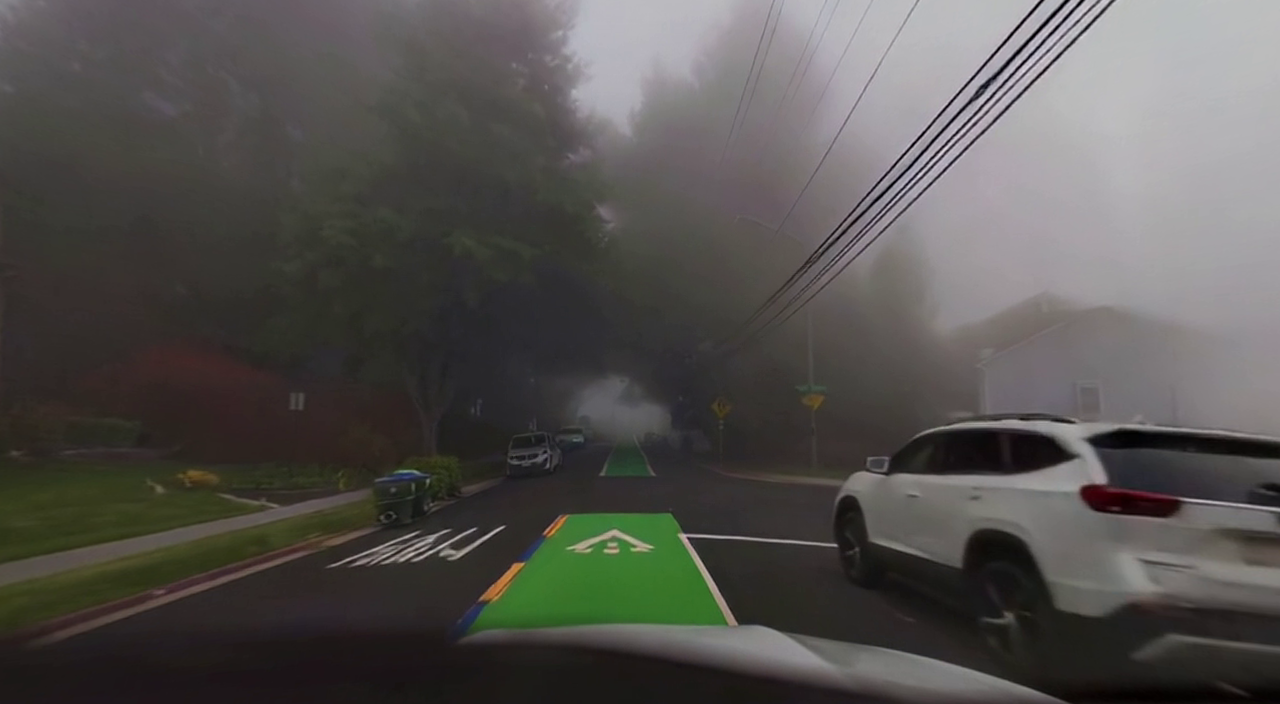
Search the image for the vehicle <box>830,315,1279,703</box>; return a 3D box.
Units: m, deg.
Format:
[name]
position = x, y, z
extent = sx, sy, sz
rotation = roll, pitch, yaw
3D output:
[vehicle]
position = 3.389, 1.273, 5.049
extent = 2.054, 1.879, 4.717
rotation = 3, -12, -3
